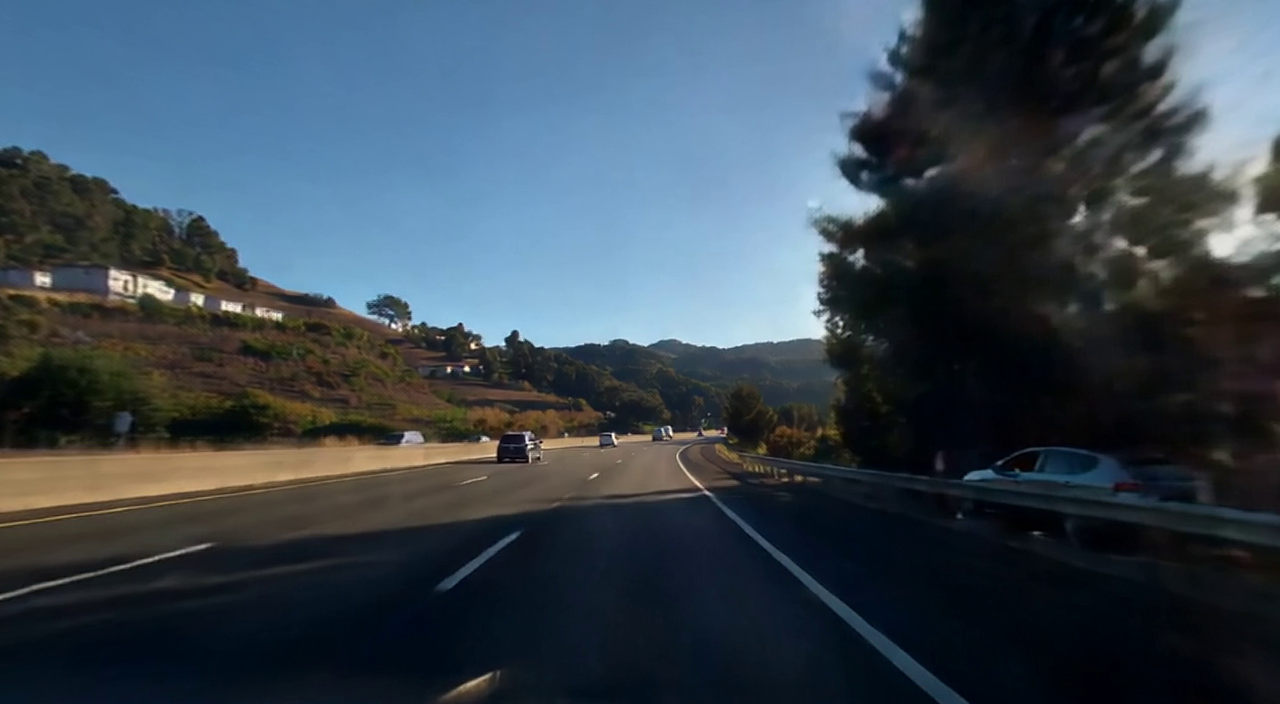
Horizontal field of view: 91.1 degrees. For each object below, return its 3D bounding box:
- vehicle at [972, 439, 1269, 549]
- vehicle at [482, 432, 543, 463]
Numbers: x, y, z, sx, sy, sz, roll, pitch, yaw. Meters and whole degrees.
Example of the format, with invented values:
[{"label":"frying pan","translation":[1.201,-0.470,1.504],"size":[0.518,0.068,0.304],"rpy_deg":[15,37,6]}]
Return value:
[{"label":"vehicle","translation":[10.239,3.001,14.280],"size":[2.325,1.972,5.577],"rpy_deg":[0,-8,0]},{"label":"vehicle","translation":[-6.569,5.012,32.888],"size":[2.010,1.489,4.456],"rpy_deg":[-1,-9,4]}]
